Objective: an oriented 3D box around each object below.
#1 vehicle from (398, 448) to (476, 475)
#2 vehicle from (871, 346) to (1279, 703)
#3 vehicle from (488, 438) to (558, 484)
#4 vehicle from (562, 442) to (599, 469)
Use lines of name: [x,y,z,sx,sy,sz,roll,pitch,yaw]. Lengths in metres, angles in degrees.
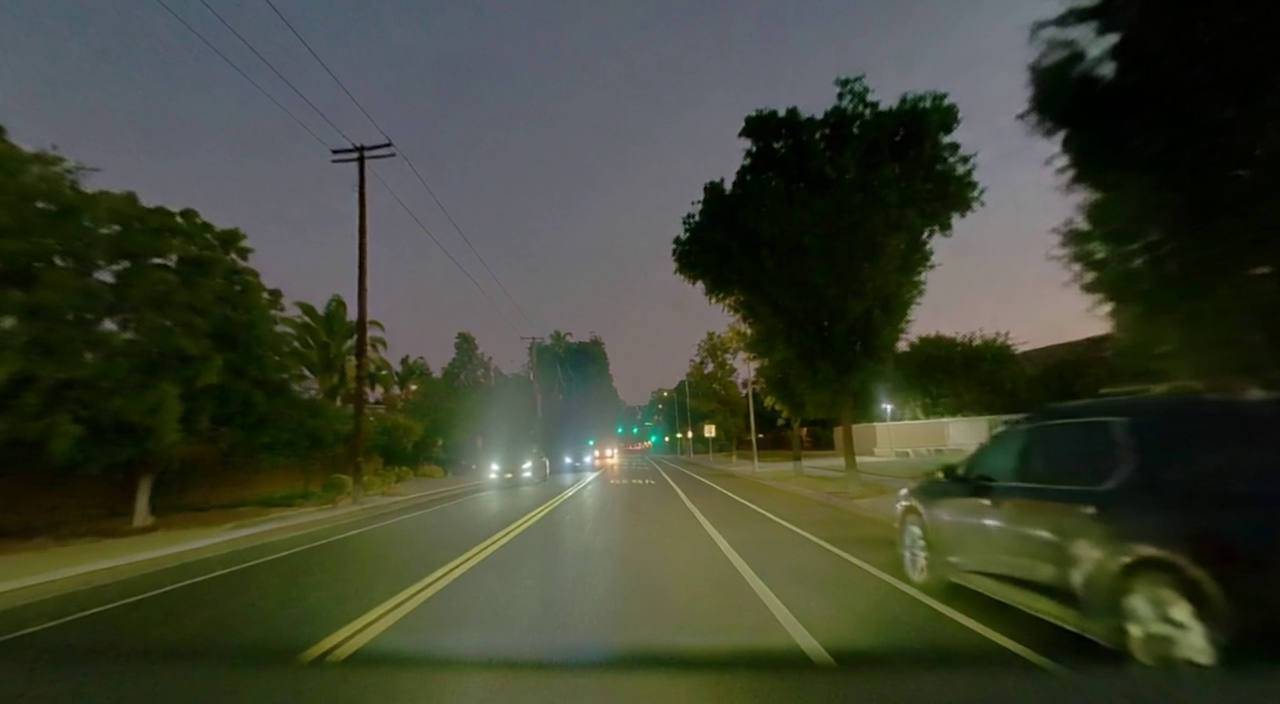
vehicle: [-13.933,7.512,43.552,4.607,1.772,2.261,0,-8,-1]
vehicle: [3.771,1.146,4.422,2.310,1.784,4.993,0,-8,-1]
vehicle: [-5.017,4.751,27.900,2.059,1.840,5.317,0,-8,0]
vehicle: [-3.861,6.782,41.561,2.090,1.689,4.232,0,-8,-1]
